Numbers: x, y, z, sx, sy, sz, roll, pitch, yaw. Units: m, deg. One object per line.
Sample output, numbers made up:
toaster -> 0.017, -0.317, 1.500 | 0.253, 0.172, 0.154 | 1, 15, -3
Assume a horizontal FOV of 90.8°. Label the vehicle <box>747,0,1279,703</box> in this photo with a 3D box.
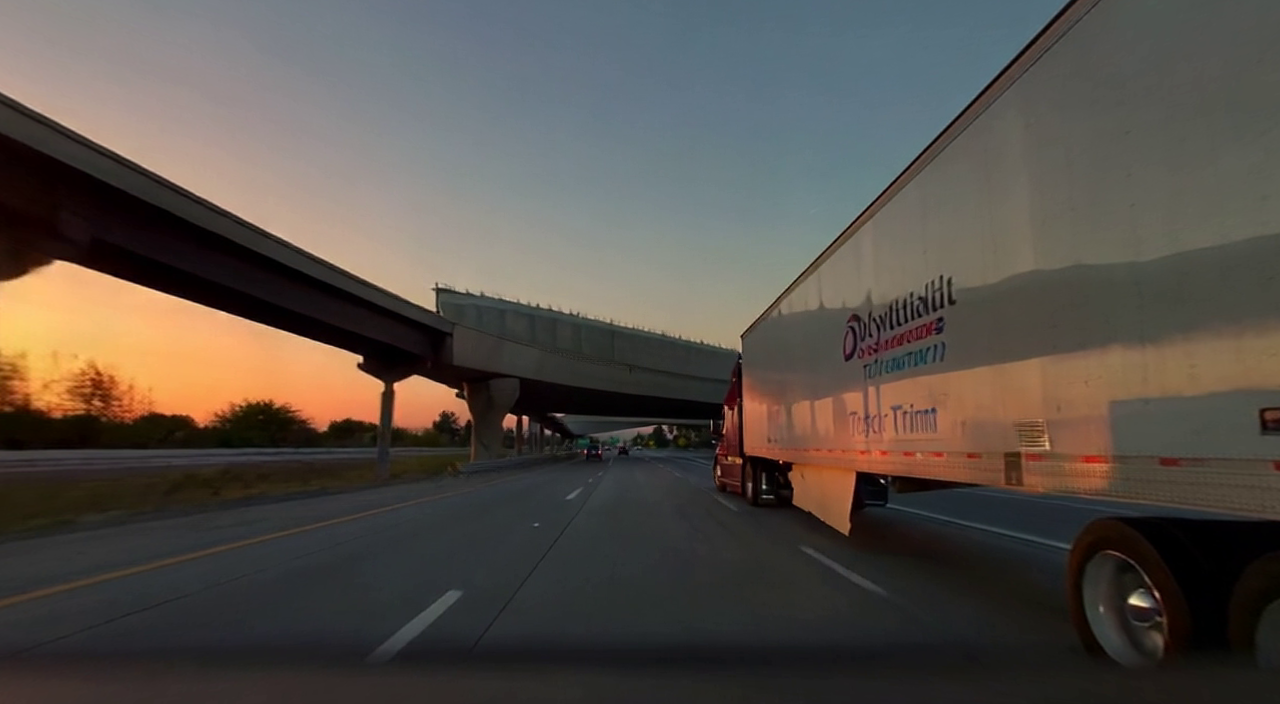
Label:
vehicle -> 3.953, 0.534, 8.473 | 2.962, 4.132, 12.720 | 0, -8, 1
